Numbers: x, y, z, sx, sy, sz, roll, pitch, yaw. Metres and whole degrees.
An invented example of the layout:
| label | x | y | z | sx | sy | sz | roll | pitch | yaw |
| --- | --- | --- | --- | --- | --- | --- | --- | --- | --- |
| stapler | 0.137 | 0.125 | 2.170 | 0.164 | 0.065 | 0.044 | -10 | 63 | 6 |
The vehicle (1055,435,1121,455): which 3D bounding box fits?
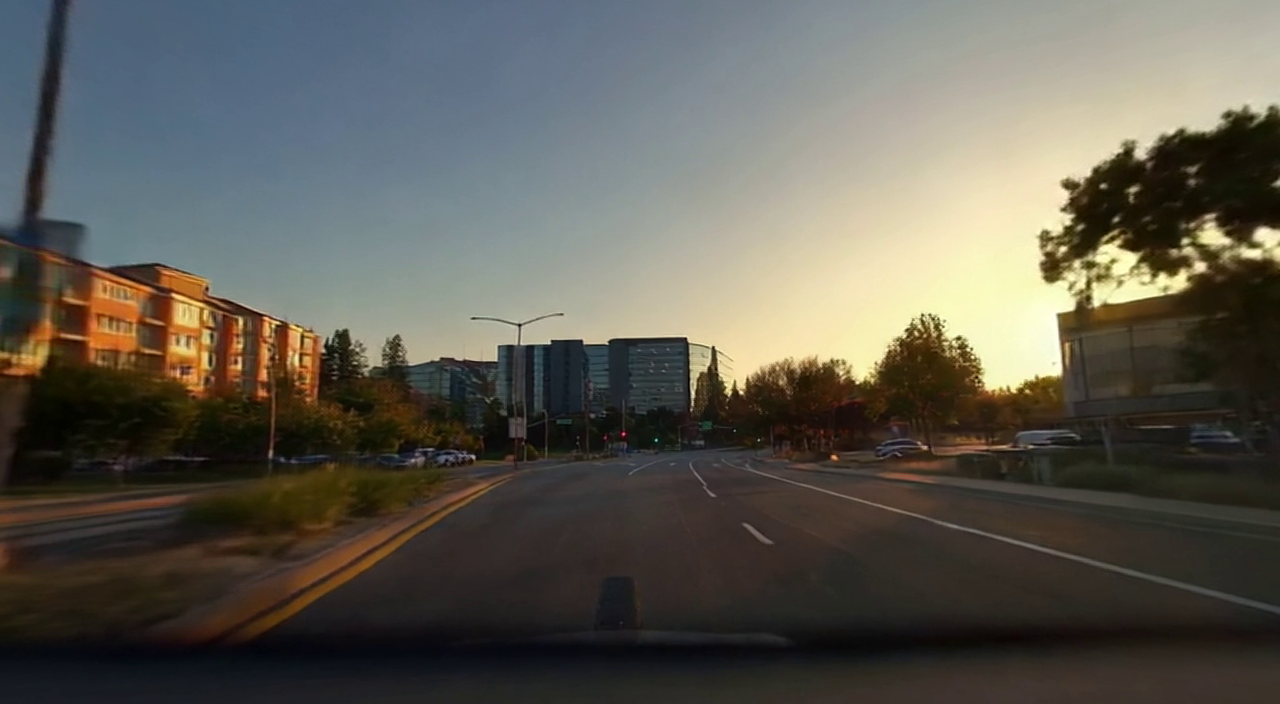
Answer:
| label | x | y | z | sx | sy | sz | roll | pitch | yaw |
| --- | --- | --- | --- | --- | --- | --- | --- | --- | --- |
| vehicle | 33.123 | 6.920 | 46.781 | 1.574 | 1.448 | 3.558 | 3 | -10 | -21 |
